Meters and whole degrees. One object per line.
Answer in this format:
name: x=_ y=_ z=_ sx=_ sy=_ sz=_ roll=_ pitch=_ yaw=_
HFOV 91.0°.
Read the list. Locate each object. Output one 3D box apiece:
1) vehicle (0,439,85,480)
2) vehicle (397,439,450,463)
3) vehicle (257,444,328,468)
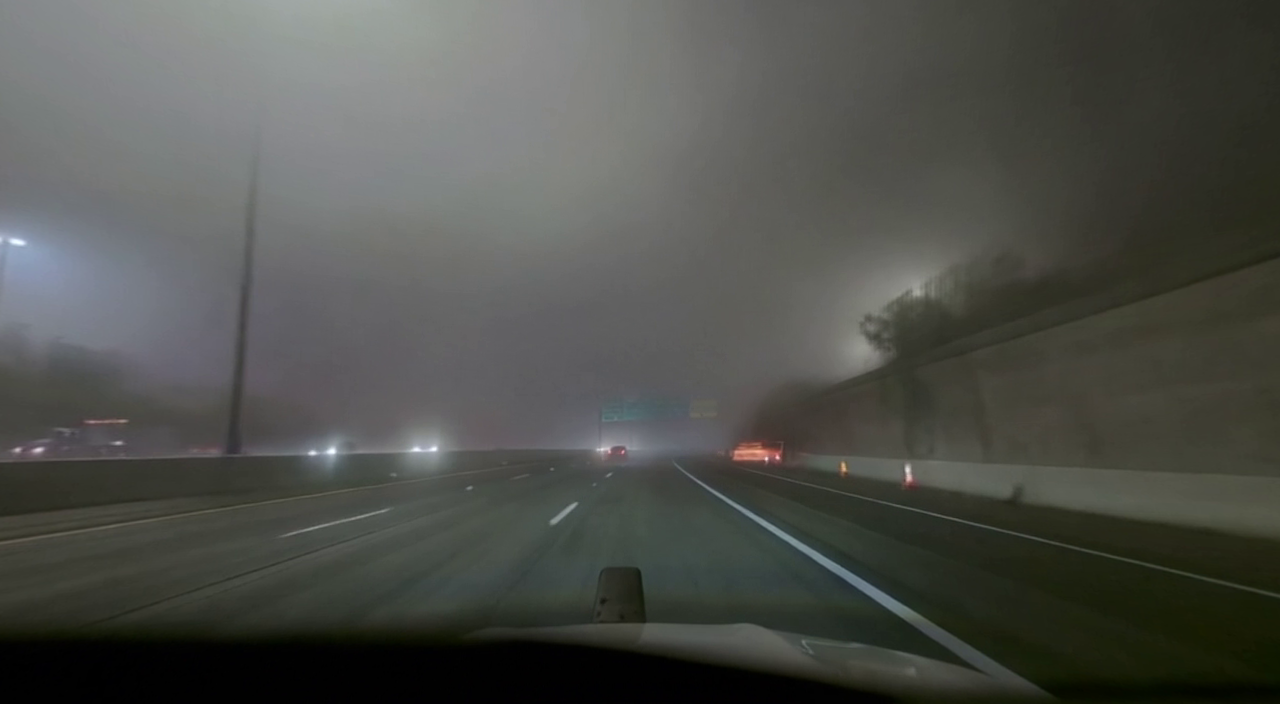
vehicle: x=-26.025 y=4.399 z=25.921 sx=2.007 sy=1.575 sz=4.701 roll=0 pitch=-9 yaw=1
vehicle: x=-15.653 y=7.178 z=45.790 sx=2.081 sy=1.656 sz=4.819 roll=0 pitch=-9 yaw=1
vehicle: x=-22.826 y=6.846 z=41.551 sx=1.907 sy=1.520 sz=4.645 roll=0 pitch=-9 yaw=2
